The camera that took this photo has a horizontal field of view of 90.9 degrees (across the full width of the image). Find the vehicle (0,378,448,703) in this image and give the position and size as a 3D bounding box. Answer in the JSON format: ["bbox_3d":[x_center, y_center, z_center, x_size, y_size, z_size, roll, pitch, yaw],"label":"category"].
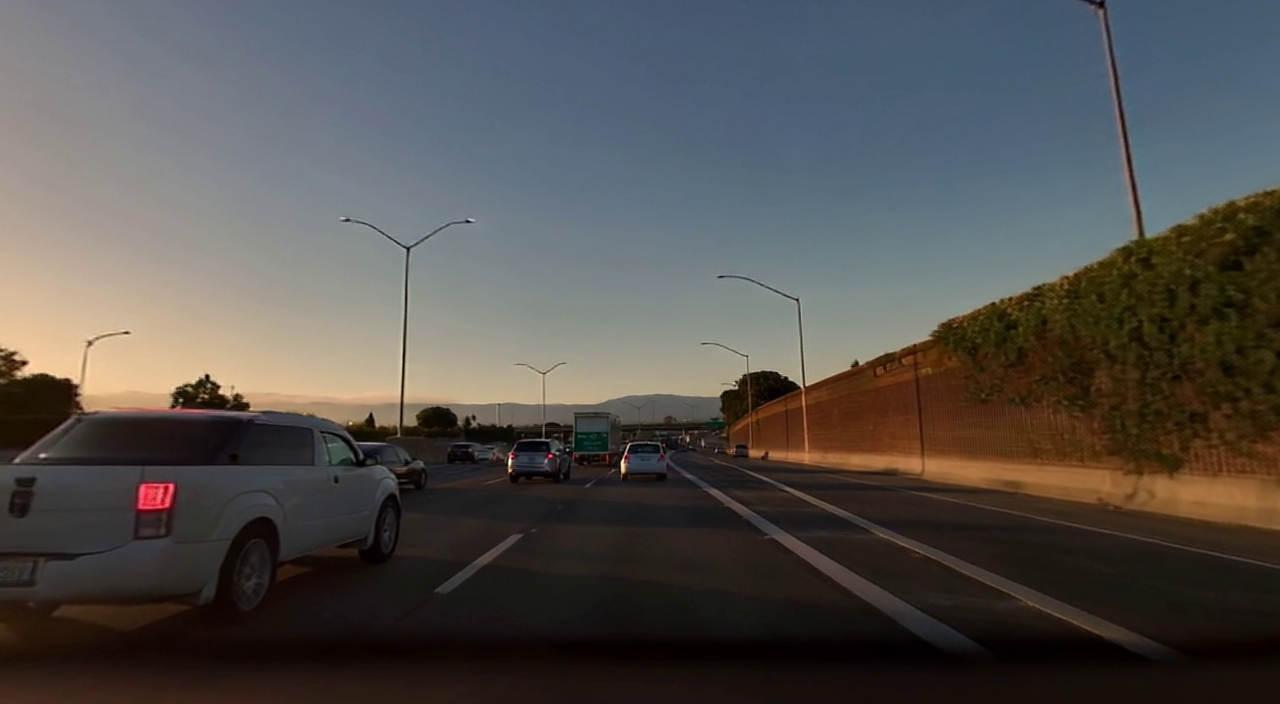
[{"bbox_3d":[-3.485,1.305,5.493,2.209,1.711,4.296,0,-8,1],"label":"vehicle"}]

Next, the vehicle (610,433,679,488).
[{"bbox_3d":[0.163,3.741,22.048,2.180,1.716,3.920,0,-8,1],"label":"vehicle"}]

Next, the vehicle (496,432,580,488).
[{"bbox_3d":[-3.495,3.794,22.521,2.125,1.792,4.466,0,-8,2],"label":"vehicle"}]

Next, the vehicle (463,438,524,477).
[{"bbox_3d":[-7.111,5.129,31.009,1.998,1.770,4.222,0,-8,0],"label":"vehicle"}]
